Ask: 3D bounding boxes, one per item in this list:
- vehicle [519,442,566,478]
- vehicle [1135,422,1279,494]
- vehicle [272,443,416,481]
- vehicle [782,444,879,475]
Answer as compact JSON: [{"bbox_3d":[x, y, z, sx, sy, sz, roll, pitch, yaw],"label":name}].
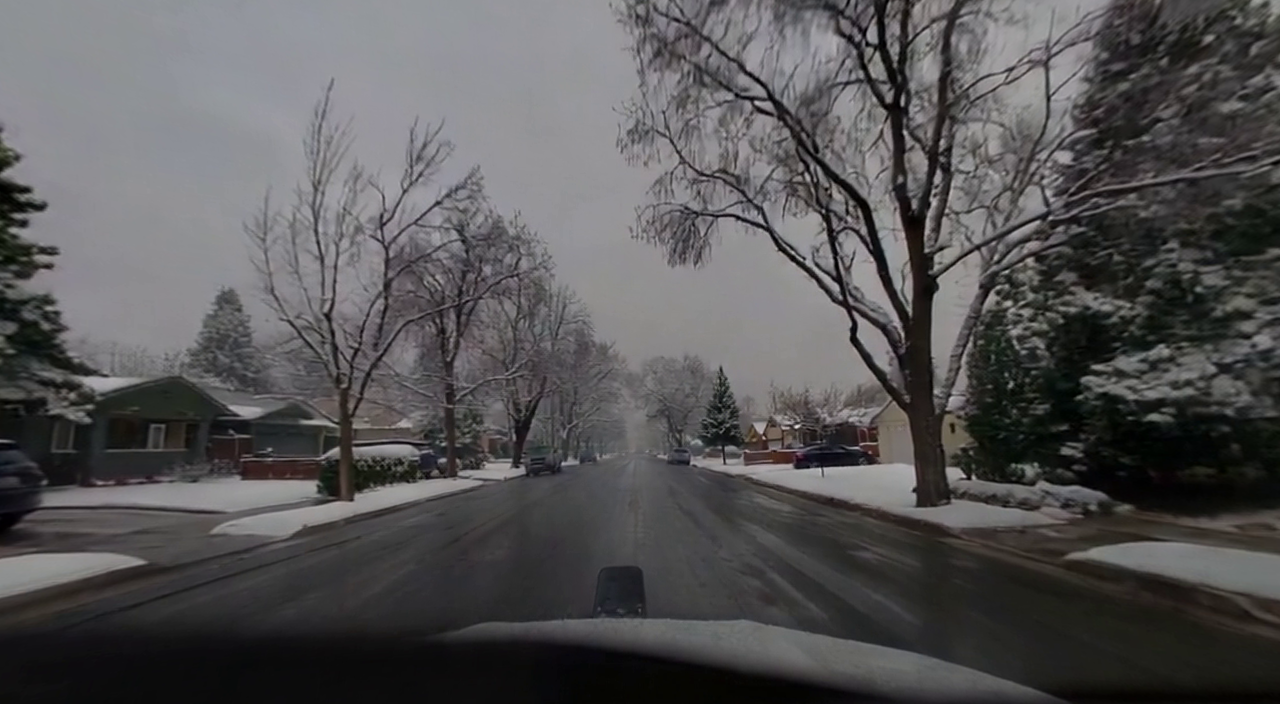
[{"bbox_3d":[-5.842,6.514,38.432,2.341,1.942,5.044,0,-9,-3],"label":"vehicle"},{"bbox_3d":[14.595,2.485,15.054,4.558,1.515,2.013,3,-9,-17],"label":"vehicle"},{"bbox_3d":[-12.468,4.649,26.870,5.040,1.541,2.042,0,-9,0],"label":"vehicle"},{"bbox_3d":[10.042,5.718,33.605,4.497,1.564,1.948,0,-8,-2],"label":"vehicle"}]
